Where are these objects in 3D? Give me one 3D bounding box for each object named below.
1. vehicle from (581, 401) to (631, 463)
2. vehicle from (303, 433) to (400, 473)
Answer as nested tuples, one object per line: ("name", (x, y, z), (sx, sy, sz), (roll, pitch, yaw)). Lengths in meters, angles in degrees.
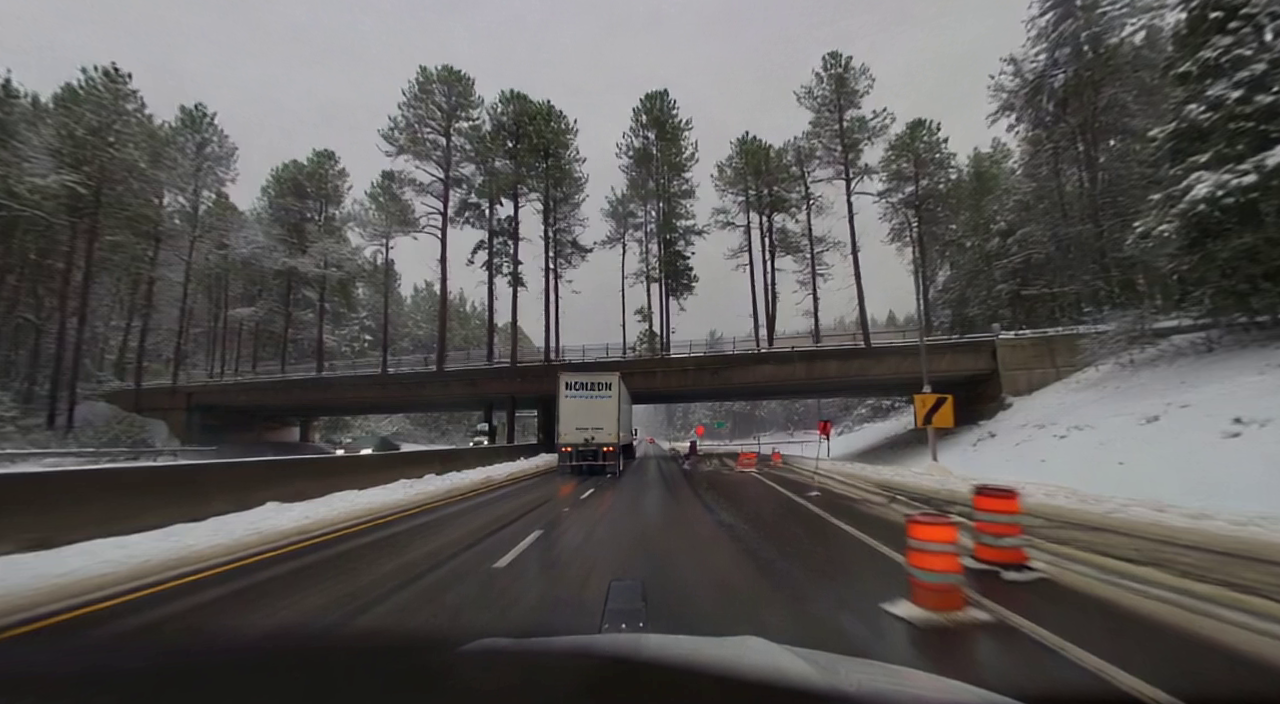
("vehicle", (-2.298, 6.018, 46.697), (2.845, 4.049, 10.214), (0, -8, 1))
("vehicle", (-13.046, 4.588, 28.918), (2.098, 1.657, 4.744), (0, -8, 1))
